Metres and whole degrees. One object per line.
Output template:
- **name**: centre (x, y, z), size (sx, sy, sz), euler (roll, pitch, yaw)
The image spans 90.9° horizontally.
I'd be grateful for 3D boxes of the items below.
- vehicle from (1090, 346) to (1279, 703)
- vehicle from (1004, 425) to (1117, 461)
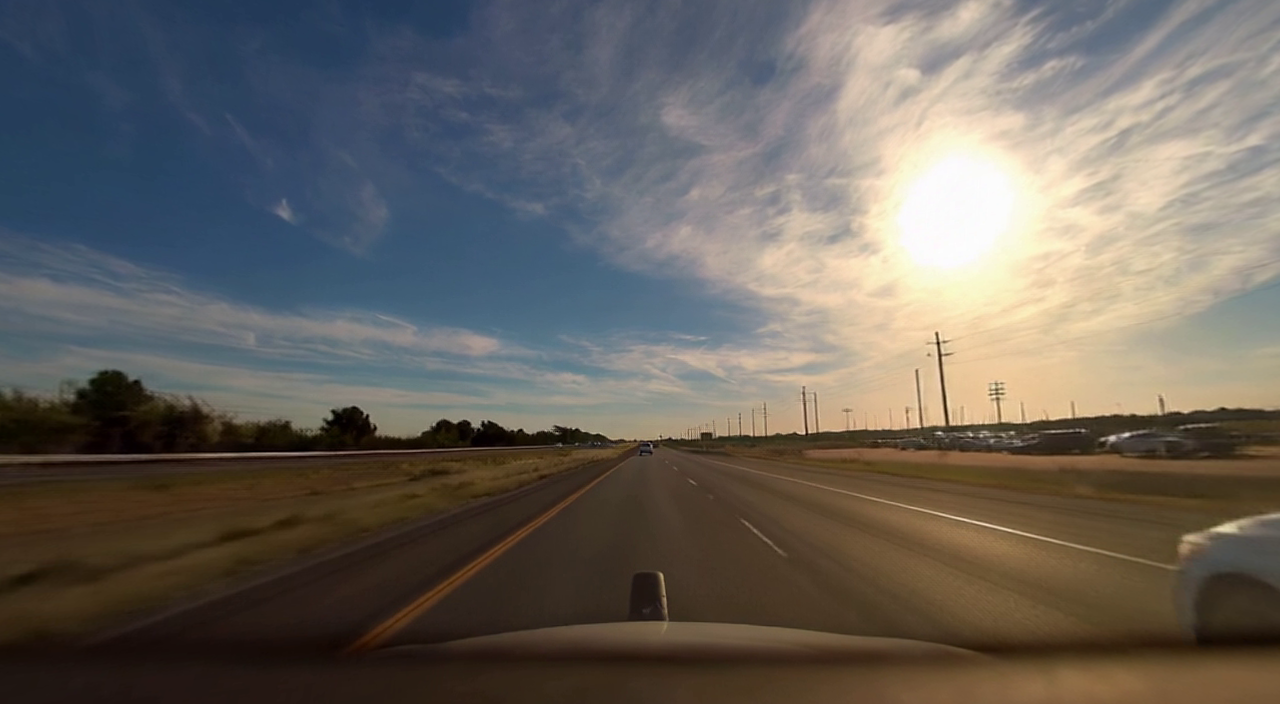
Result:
- **vehicle**: centre (3.510, 0.603, 1.070), size (2.044, 1.658, 4.640), euler (0, -8, 0)
- **vehicle**: centre (32.106, 7.034, 48.672), size (2.717, 2.508, 8.501), euler (0, -9, -1)
